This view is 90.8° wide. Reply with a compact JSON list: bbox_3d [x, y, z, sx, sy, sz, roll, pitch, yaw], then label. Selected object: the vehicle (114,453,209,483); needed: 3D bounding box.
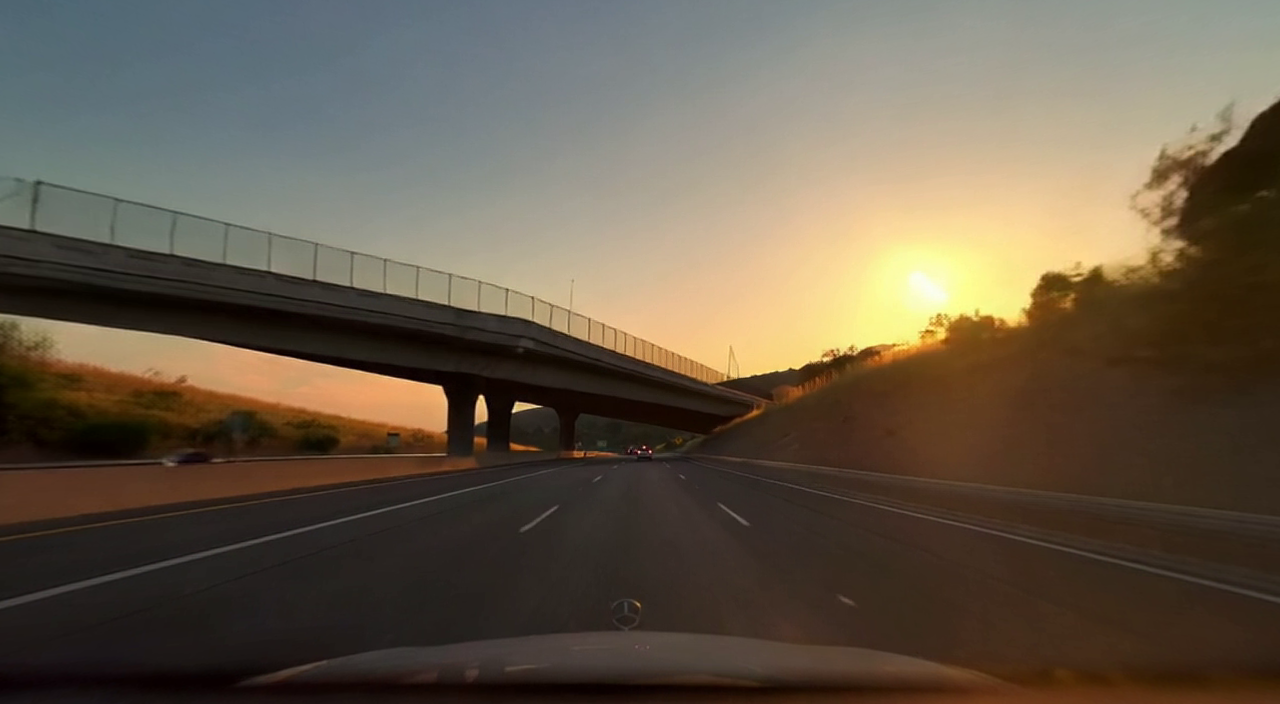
[{"bbox_3d":[-24.571,5.954,32.550,1.911,1.415,3.725,0,-9,1],"label":"vehicle"}]
